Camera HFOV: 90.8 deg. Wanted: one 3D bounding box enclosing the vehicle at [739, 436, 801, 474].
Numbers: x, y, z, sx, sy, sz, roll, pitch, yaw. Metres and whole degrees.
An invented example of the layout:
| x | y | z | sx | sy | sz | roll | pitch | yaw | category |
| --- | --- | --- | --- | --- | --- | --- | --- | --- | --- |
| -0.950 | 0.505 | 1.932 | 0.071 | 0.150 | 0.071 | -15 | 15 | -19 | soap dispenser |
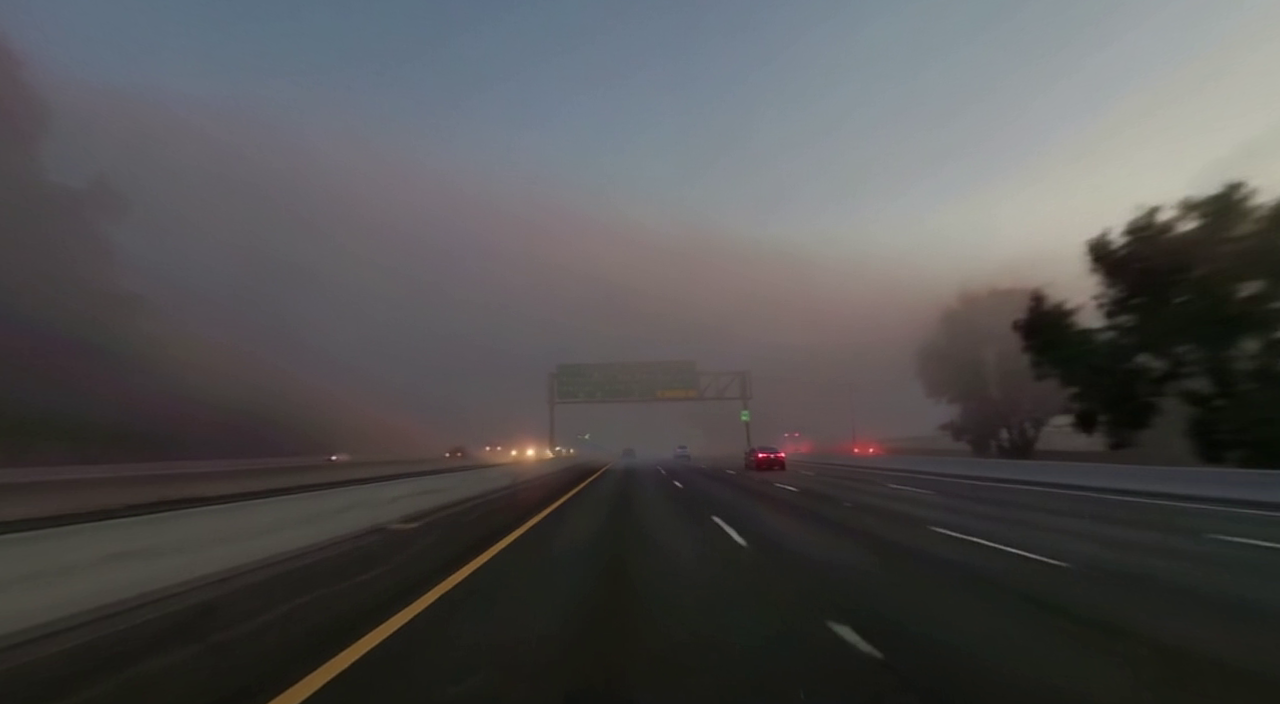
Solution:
| x | y | z | sx | sy | sz | roll | pitch | yaw | category |
| --- | --- | --- | --- | --- | --- | --- | --- | --- | --- |
| 6.236 | 4.974 | 30.790 | 2.030 | 1.706 | 4.279 | 0 | -9 | -1 | vehicle |
